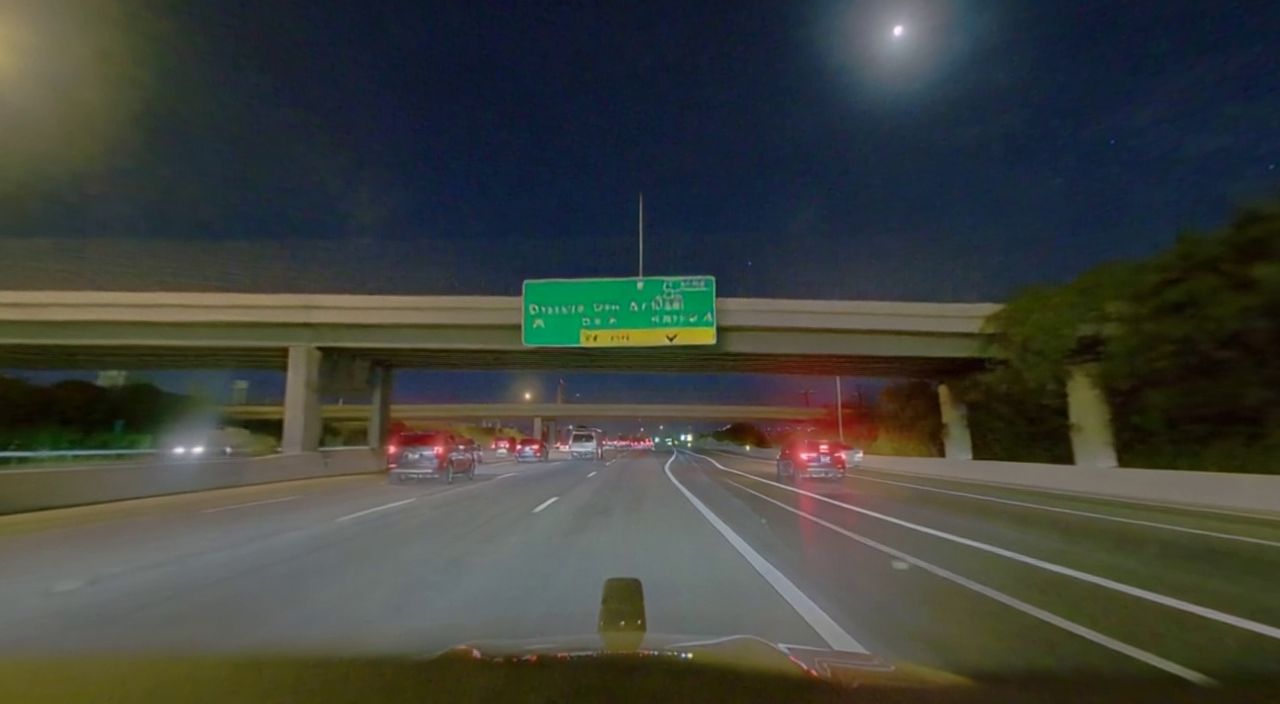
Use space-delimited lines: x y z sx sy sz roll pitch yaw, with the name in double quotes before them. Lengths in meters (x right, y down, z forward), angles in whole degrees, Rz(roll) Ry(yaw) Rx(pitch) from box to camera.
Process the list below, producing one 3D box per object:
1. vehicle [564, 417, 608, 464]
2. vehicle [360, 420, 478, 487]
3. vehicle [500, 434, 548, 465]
"vehicle" -3.406 5.800 41.063 2.301 2.843 6.458 0 -8 0
"vehicle" -7.137 3.335 20.910 2.179 1.948 4.618 0 -8 1
"vehicle" -7.088 6.008 38.862 2.109 1.784 4.709 0 -8 0
